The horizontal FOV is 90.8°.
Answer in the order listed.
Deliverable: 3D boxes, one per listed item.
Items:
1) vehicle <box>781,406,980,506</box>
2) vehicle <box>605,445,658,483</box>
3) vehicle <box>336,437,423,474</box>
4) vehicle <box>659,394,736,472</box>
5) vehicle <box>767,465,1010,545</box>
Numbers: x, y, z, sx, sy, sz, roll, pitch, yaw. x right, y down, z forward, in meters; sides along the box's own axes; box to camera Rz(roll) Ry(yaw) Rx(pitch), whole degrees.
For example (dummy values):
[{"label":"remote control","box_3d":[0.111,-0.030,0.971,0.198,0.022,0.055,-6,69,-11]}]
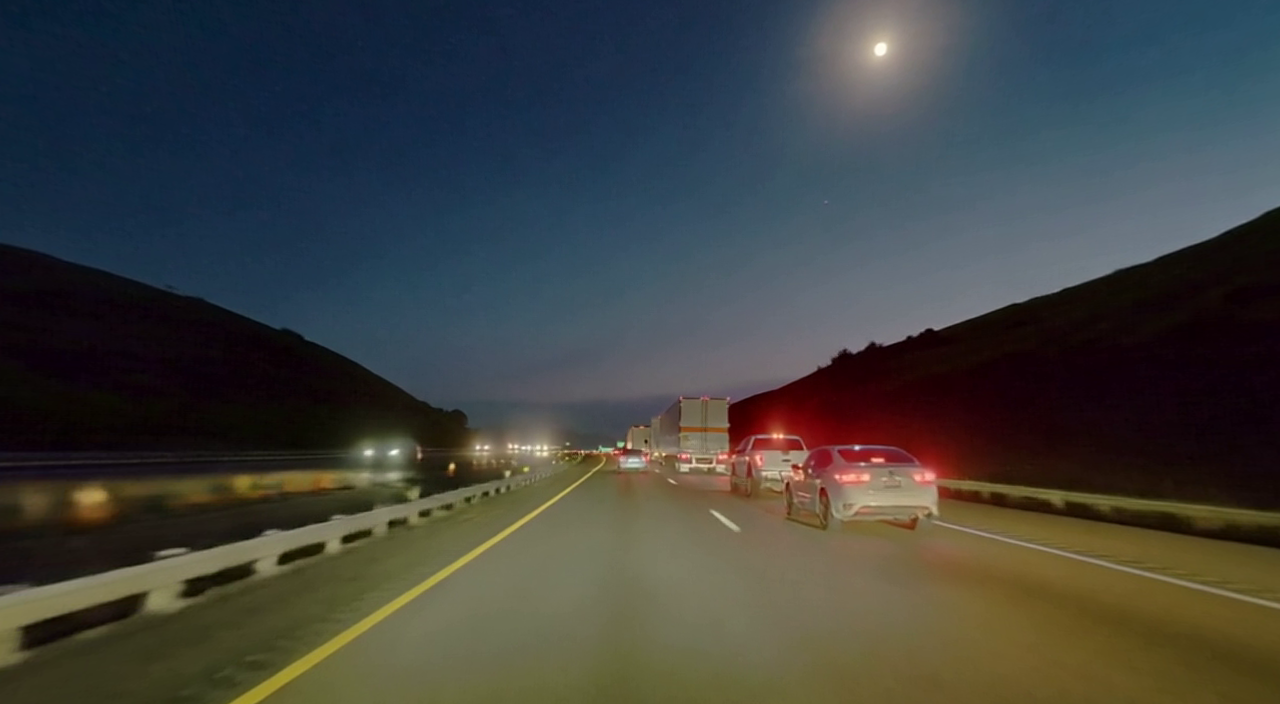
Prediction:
[{"label":"vehicle","box_3d":[4.031,1.867,11.479,1.873,1.465,4.264,0,-9,-1]},{"label":"vehicle","box_3d":[-0.361,4.544,25.896,2.029,1.437,3.794,0,-9,-1]},{"label":"vehicle","box_3d":[-11.590,4.642,28.434,2.021,1.499,4.455,0,-9,-1]},{"label":"vehicle","box_3d":[3.235,5.381,40.528,2.911,4.099,14.578,0,-9,-3]},{"label":"vehicle","box_3d":[3.974,2.588,11.402,2.129,0.956,5.390,0,-9,-1]}]
